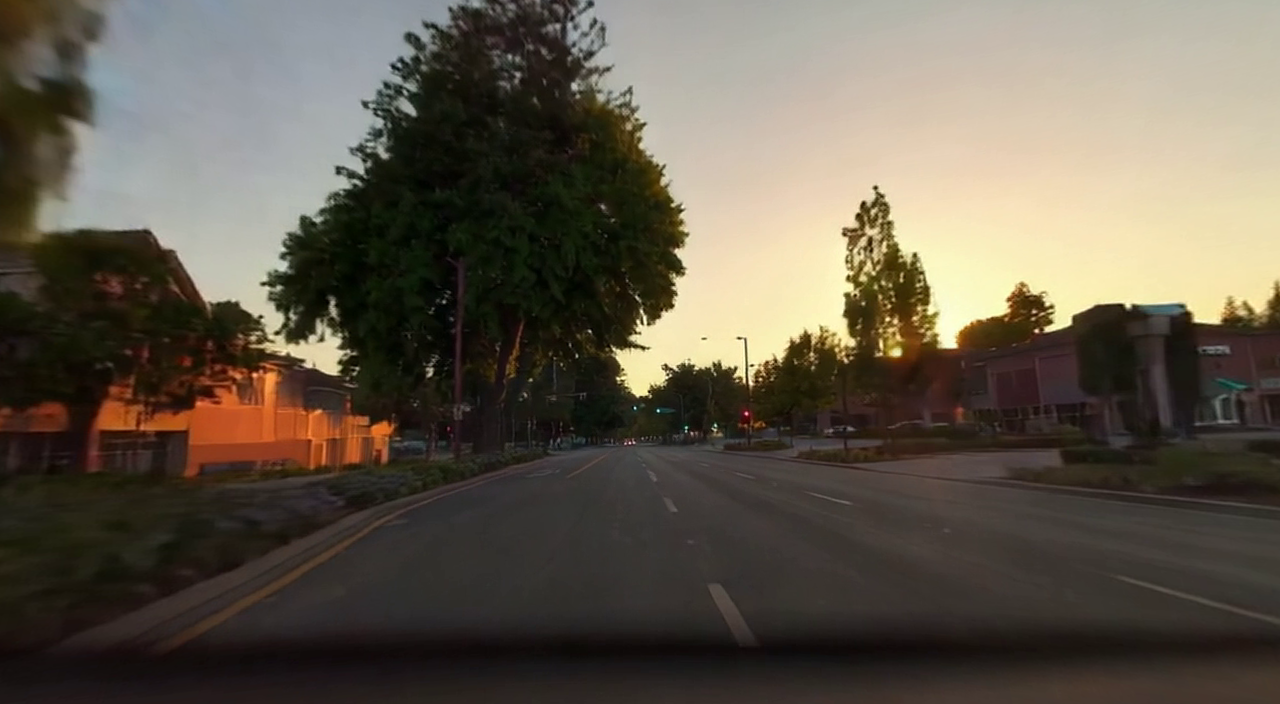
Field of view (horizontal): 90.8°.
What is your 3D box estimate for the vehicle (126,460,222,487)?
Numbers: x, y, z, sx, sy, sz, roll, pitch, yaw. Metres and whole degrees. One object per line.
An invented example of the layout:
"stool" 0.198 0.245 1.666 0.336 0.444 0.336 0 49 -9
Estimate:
"vehicle" -31.594 8.227 42.917 4.885 1.727 2.080 -1 -9 1
